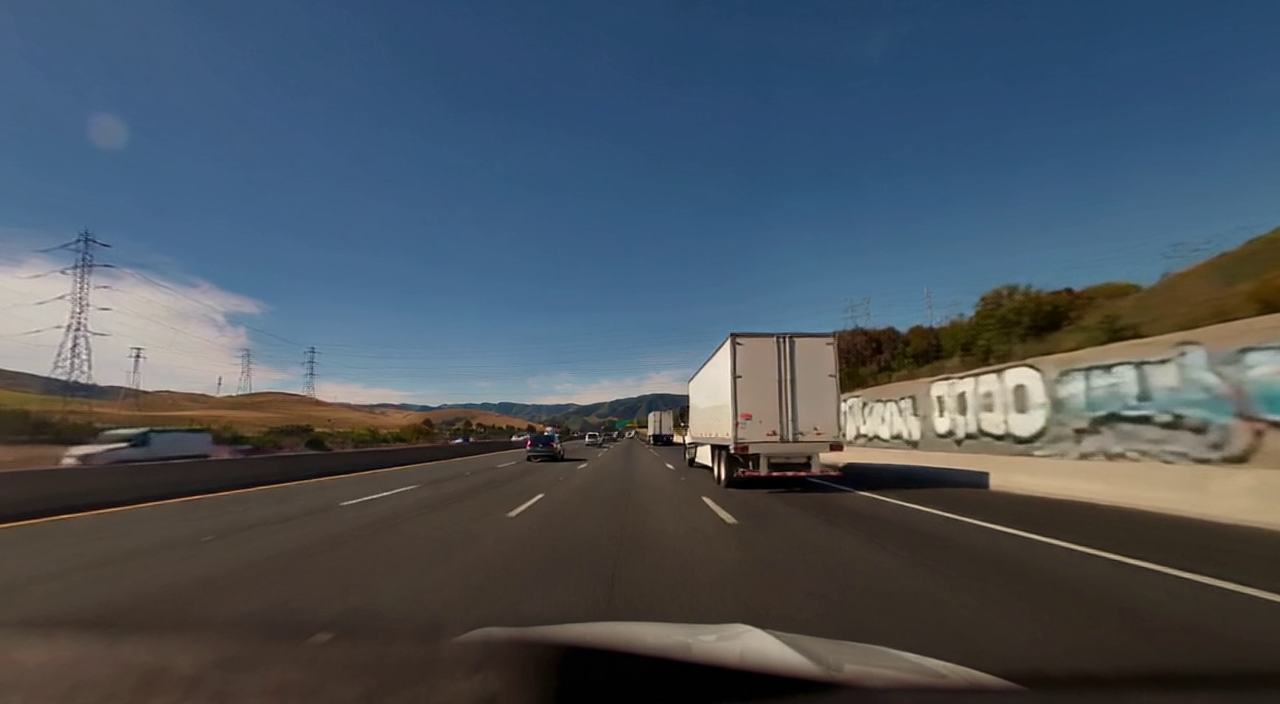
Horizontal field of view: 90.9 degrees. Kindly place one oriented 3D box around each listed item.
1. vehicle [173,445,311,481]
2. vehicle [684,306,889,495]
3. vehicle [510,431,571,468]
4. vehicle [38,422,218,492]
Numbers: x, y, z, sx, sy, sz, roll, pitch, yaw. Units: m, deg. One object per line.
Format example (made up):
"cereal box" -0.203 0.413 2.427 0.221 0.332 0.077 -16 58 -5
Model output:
"vehicle" -19.859 5.550 32.057 2.452 1.504 7.142 0 -8 -1
"vehicle" 3.347 1.690 18.372 3.060 3.842 11.095 0 -8 -1
"vehicle" -4.290 4.267 27.882 1.965 1.486 4.448 0 -8 0
"vehicle" -19.691 4.041 24.755 2.276 2.402 5.767 0 -8 -1
